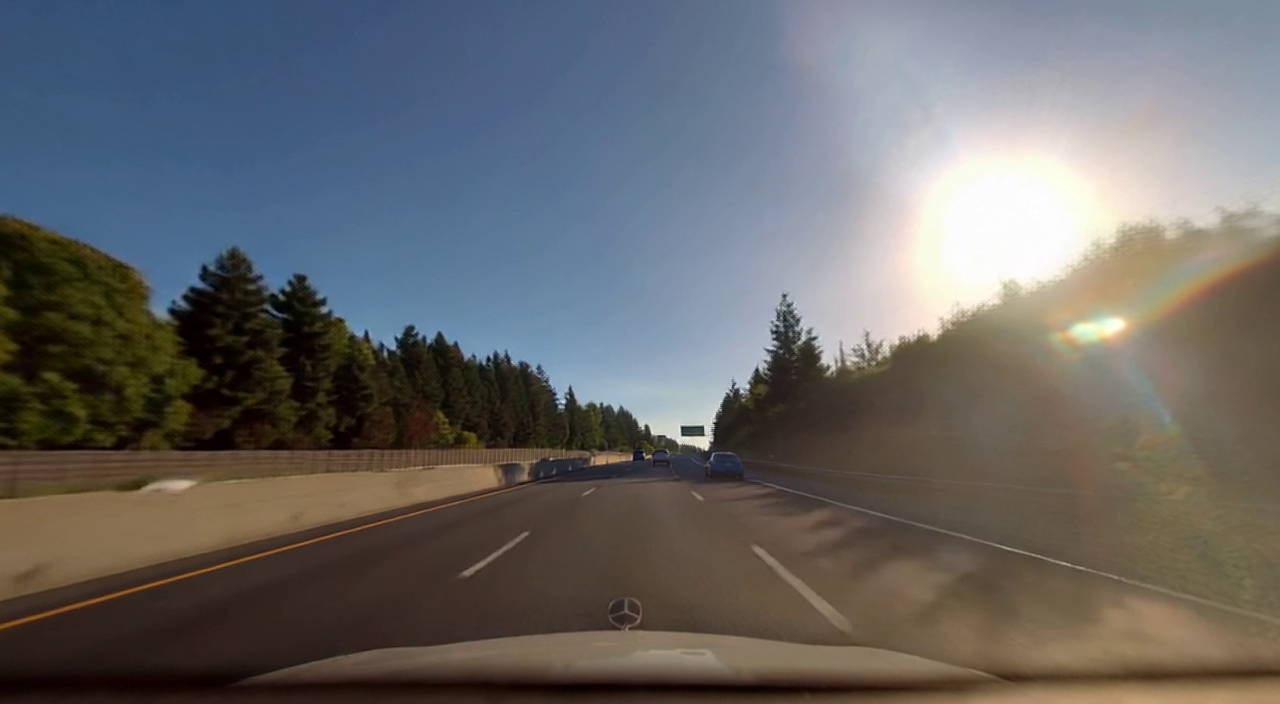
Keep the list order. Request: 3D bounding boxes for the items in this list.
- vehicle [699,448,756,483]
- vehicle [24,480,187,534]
[{"bbox_3d":[4.122,5.450,30.432,2.175,1.574,3.943,0,-9,0],"label":"vehicle"},{"bbox_3d":[-17.997,5.201,21.547,1.765,1.456,4.334,0,-9,0],"label":"vehicle"}]
